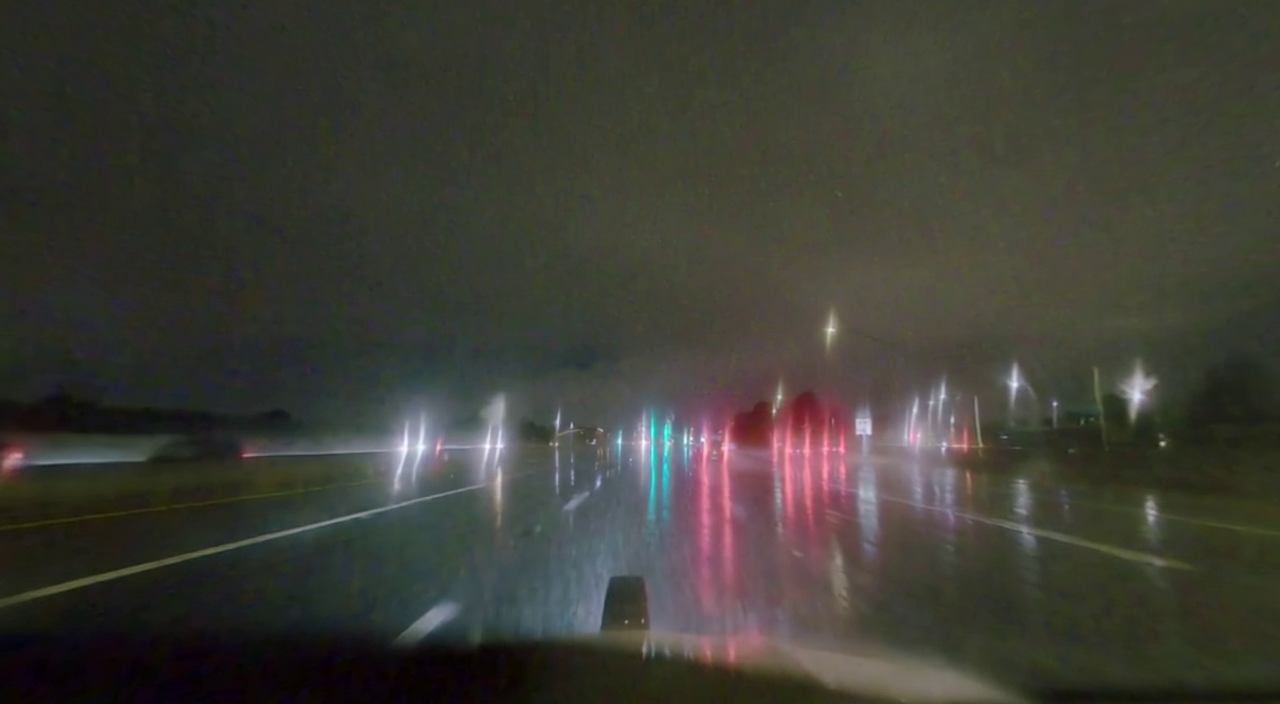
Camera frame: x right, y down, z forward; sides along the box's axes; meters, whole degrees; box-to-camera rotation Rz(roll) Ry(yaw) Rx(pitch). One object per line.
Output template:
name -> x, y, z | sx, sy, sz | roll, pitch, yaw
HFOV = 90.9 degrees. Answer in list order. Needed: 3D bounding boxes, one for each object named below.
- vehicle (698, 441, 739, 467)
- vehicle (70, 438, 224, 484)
vehicle -> 4.718, 6.177, 38.460 | 1.912, 1.478, 4.125 | 0, -8, 0
vehicle -> -17.539, 3.883, 22.740 | 2.170, 1.482, 4.085 | 0, -8, 1
